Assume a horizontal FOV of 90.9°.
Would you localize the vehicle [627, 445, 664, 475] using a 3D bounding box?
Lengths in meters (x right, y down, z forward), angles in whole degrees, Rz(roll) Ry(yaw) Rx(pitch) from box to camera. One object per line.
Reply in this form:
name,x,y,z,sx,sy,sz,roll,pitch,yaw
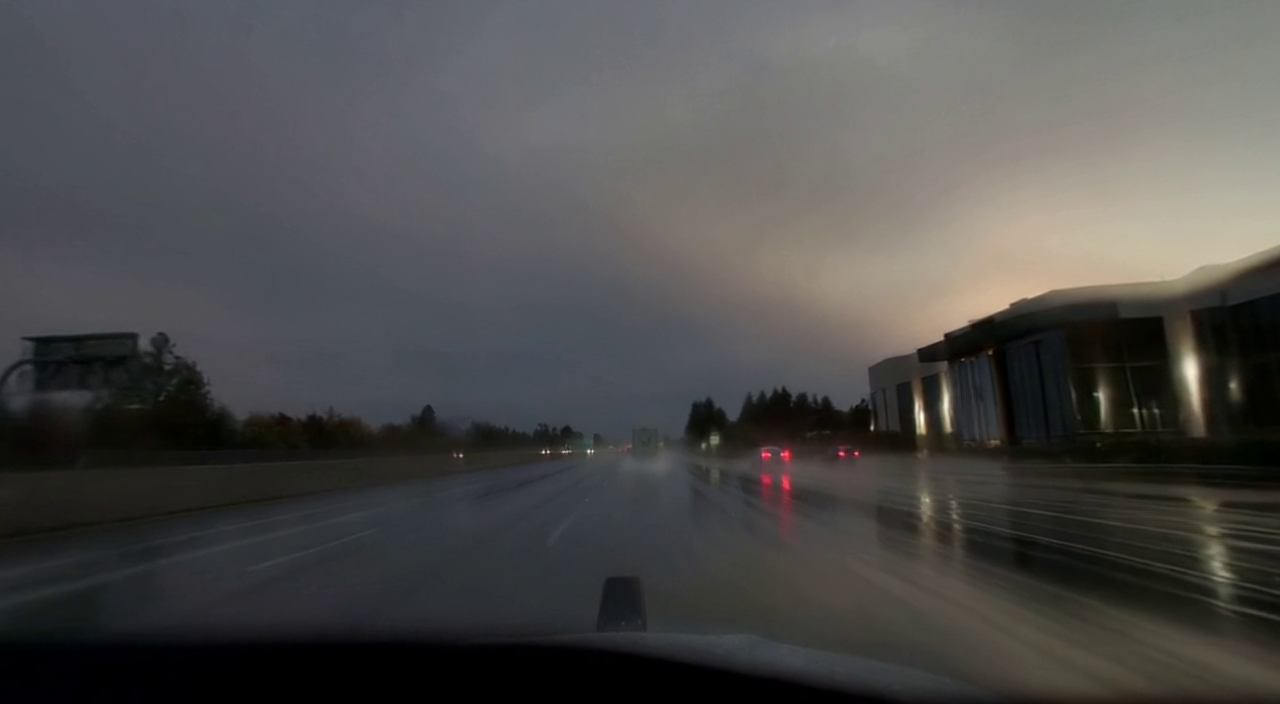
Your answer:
vehicle,0.291,6.173,36.176,2.015,1.639,4.086,0,-9,0
